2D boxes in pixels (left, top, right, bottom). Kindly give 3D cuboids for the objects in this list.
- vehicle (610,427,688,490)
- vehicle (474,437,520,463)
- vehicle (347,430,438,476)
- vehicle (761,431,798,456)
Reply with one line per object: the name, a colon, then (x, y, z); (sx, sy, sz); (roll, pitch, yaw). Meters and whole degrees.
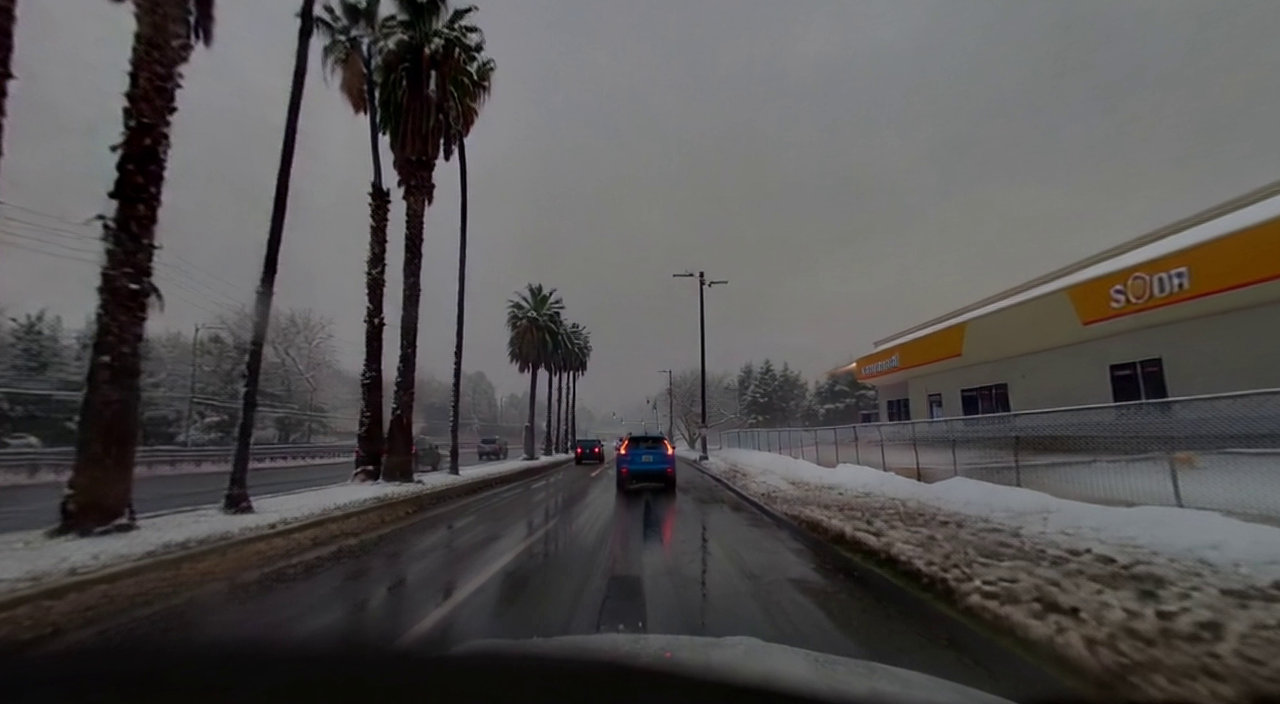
vehicle: (0.300, 3.181, 19.136); (2.121, 1.710, 3.893); (0, -8, 2)
vehicle: (-10.182, 6.958, 45.011); (1.998, 1.731, 4.952); (0, -8, 1)
vehicle: (-10.252, 4.205, 26.395); (1.965, 1.743, 4.327); (0, -8, 2)
vehicle: (8.664, 5.641, 38.851); (1.837, 1.416, 3.947); (-2, -8, 18)
